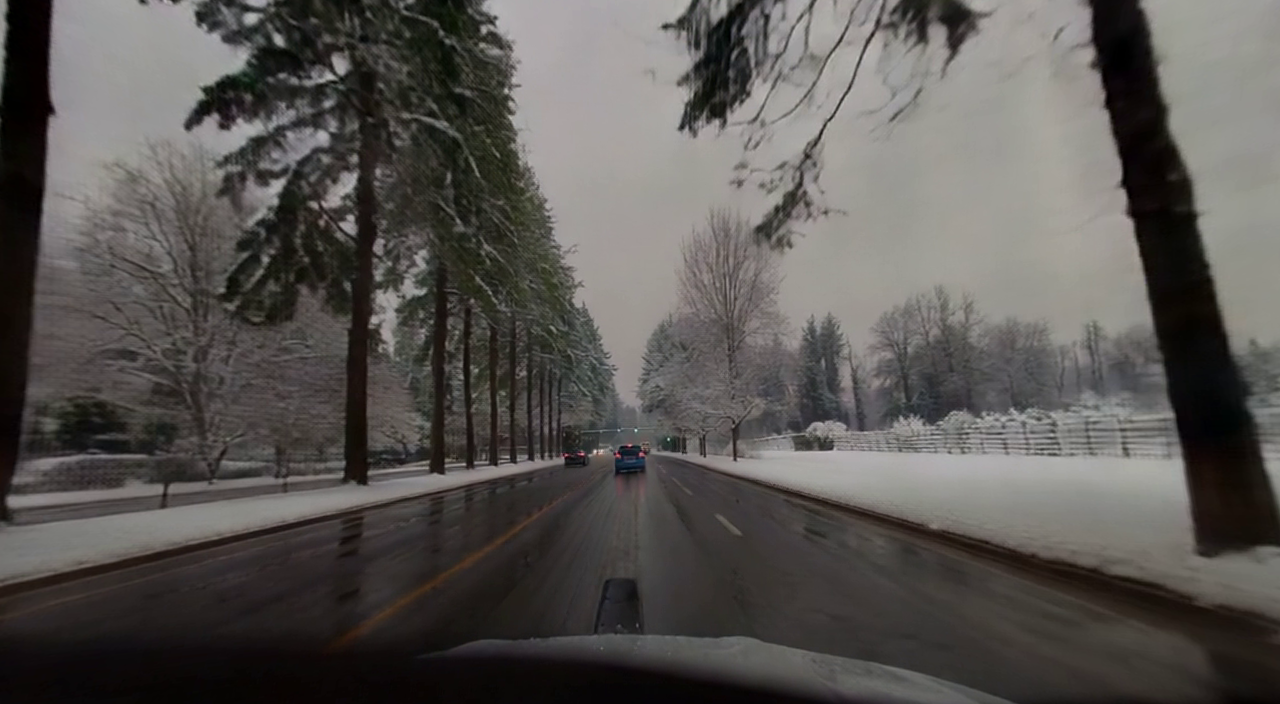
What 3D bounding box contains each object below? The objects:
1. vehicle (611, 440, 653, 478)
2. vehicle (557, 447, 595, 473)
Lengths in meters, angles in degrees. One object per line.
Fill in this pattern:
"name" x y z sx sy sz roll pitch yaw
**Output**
"vehicle" -0.400 5.355 31.896 2.018 1.769 3.897 0 -9 -1
"vehicle" -4.051 6.907 40.666 1.936 1.538 4.016 0 -9 1
